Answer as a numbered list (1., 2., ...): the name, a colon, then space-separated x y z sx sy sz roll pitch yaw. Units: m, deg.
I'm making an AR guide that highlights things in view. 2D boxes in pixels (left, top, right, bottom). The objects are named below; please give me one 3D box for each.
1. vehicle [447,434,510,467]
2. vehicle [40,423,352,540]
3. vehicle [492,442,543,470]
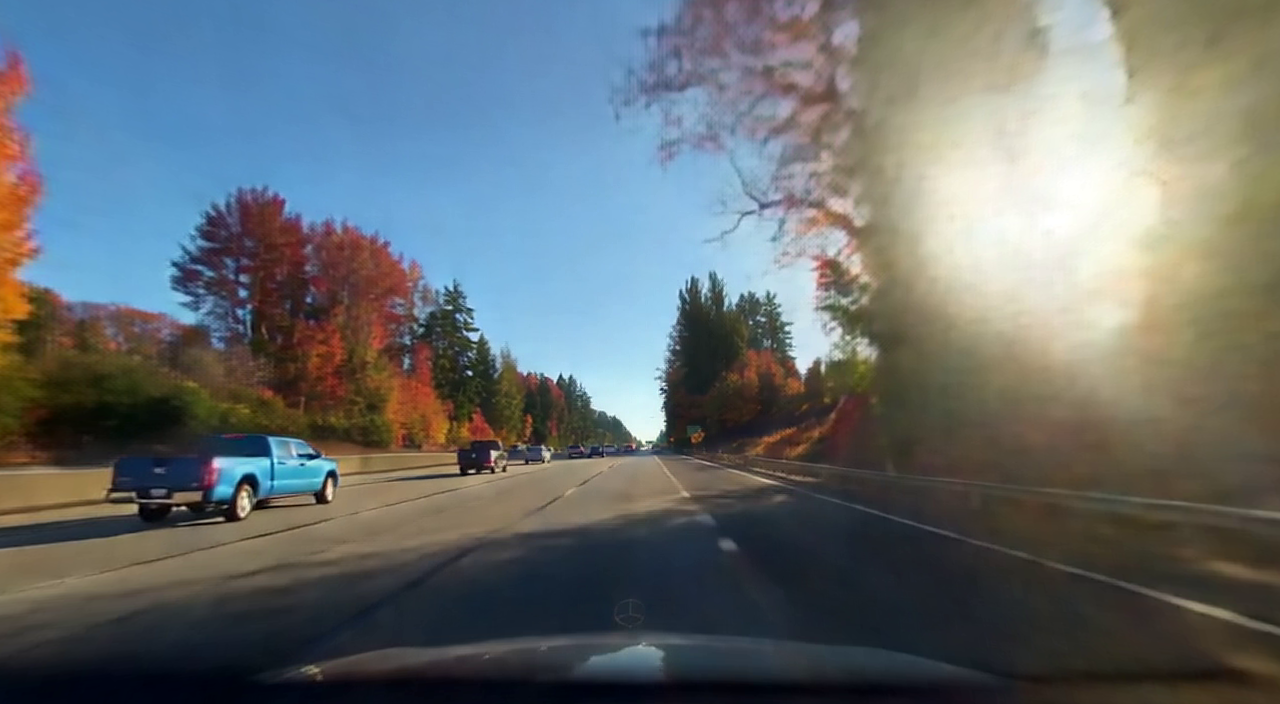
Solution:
1. vehicle: -10.318 6.339 40.732 2.347 1.984 5.778 0 -8 2
2. vehicle: -7.147 2.113 10.994 1.965 1.567 4.686 0 -8 1
3. vehicle: -6.792 5.810 35.444 1.919 1.499 4.234 0 -8 1
